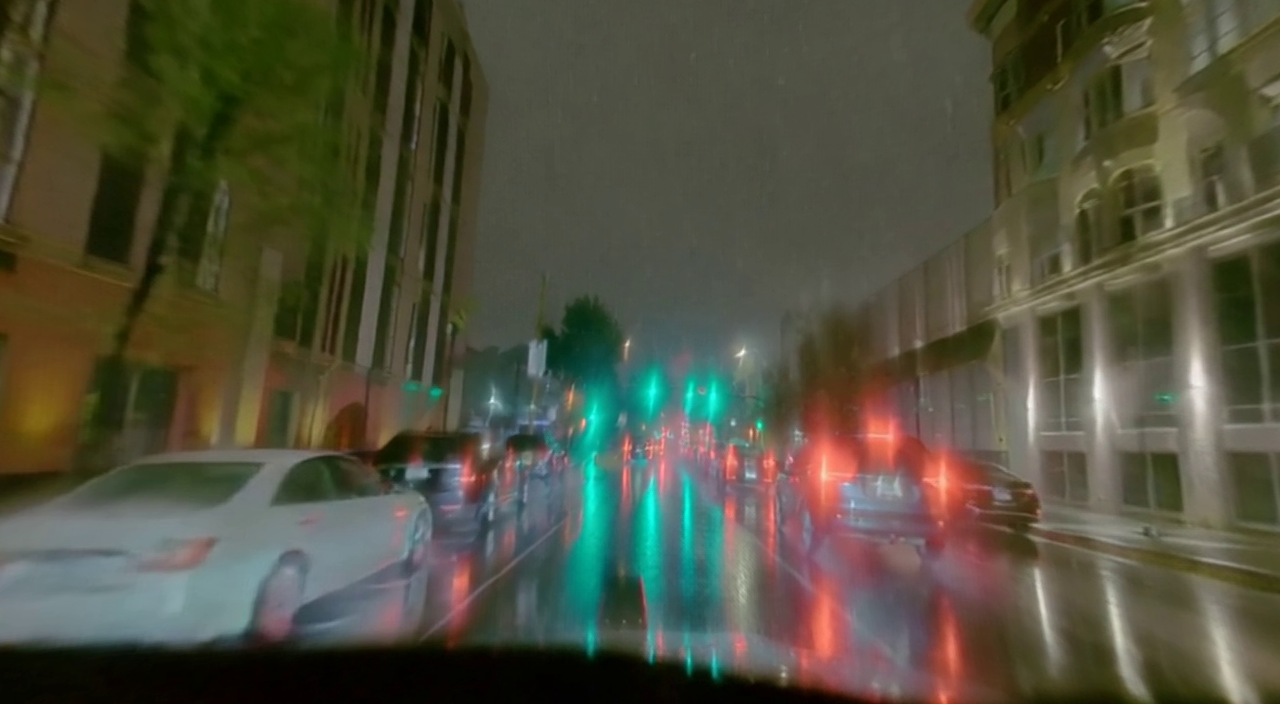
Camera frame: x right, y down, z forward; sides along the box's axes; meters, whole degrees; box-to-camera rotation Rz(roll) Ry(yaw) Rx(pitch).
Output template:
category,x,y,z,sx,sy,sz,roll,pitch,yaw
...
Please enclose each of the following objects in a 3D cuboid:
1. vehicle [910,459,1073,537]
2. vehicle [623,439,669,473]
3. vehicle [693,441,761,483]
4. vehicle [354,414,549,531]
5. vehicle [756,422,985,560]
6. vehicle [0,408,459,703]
category,x,y,z,sx,sy,sz,roll,pitch,yaw
vehicle,8.982,3.712,16.553,1.893,1.663,4.257,0,-9,2
vehicle,0.281,4.807,29.254,2.007,1.460,3.923,0,-9,1
vehicle,3.298,4.265,24.668,1.966,1.475,4.528,0,-9,0
vehicle,-3.143,2.133,11.673,2.128,1.725,4.471,0,-9,1
vehicle,3.309,2.077,10.179,2.002,1.707,4.547,0,-9,0
vehicle,-3.076,1.308,4.988,1.926,1.456,4.313,0,-9,1
